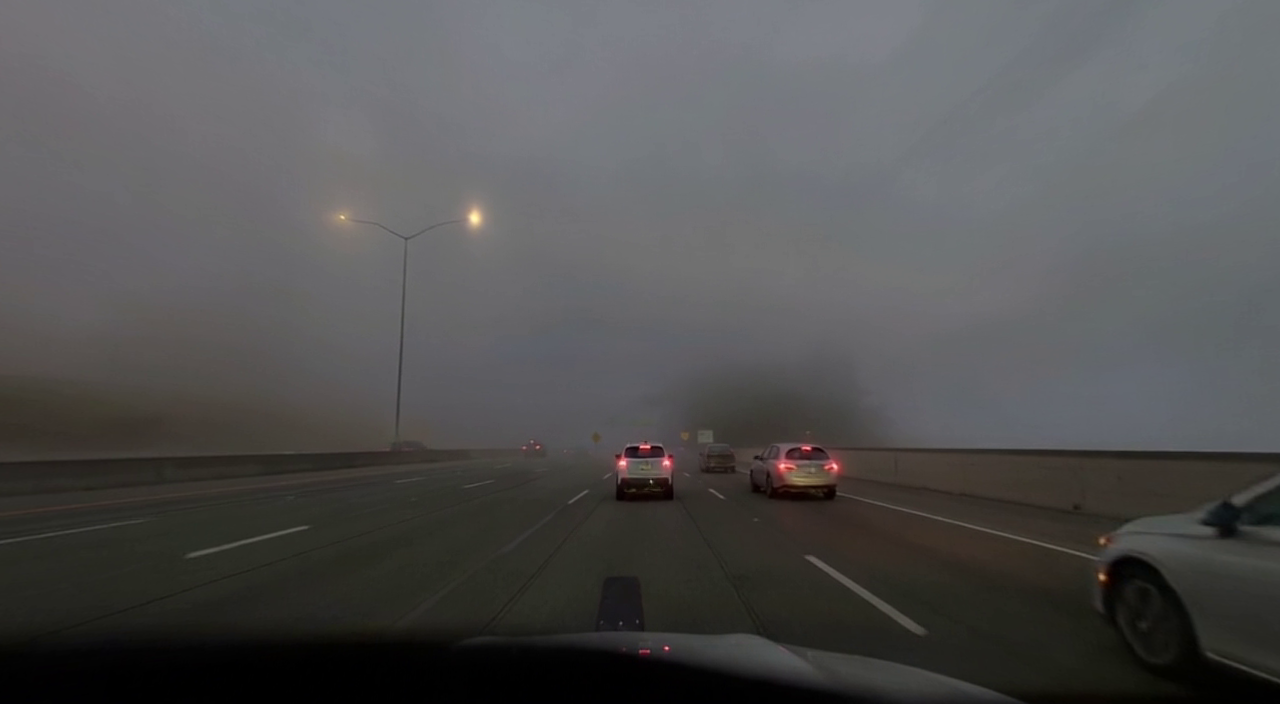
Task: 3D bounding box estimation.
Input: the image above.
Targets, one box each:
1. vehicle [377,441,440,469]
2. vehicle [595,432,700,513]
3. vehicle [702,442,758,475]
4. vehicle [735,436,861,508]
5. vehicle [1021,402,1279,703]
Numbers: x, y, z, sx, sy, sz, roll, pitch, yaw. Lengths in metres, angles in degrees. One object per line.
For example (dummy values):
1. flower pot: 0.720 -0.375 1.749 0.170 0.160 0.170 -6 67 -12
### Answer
1. vehicle: -14.334 6.406 39.341 2.055 1.613 4.955 0 -9 0
2. vehicle: 0.161 2.647 14.262 2.044 1.554 3.824 0 -9 0
3. vehicle: 4.296 5.170 30.818 2.002 1.499 4.710 0 -9 -1
4. vehicle: 3.709 2.888 15.577 2.044 1.523 3.947 0 -9 -1
5. vehicle: 3.663 0.895 2.152 1.979 1.504 4.377 0 -9 0
